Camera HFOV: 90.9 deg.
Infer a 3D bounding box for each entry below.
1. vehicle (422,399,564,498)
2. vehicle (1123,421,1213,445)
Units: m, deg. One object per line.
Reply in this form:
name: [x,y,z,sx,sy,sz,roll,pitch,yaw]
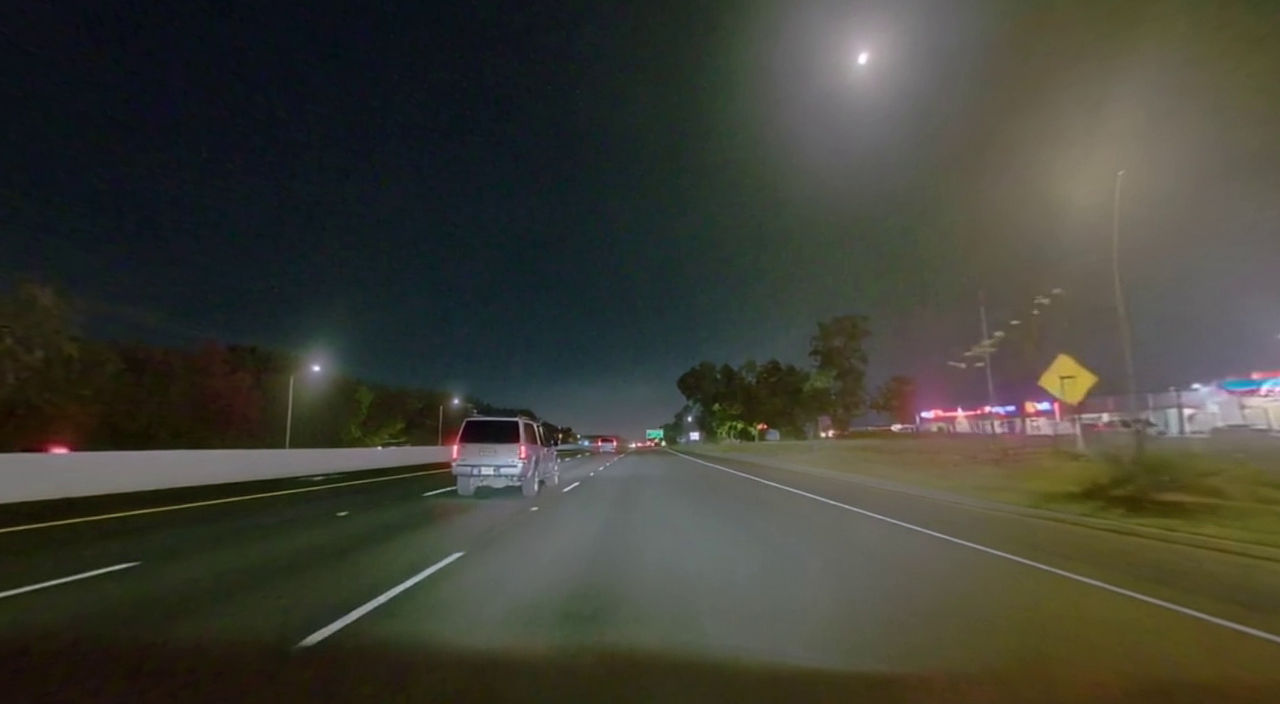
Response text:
vehicle: [-3.640,2.575,17.046,2.352,2.209,5.802,0,-8,1]
vehicle: [33.797,5.205,40.445,4.157,1.498,1.870,1,-8,-4]
